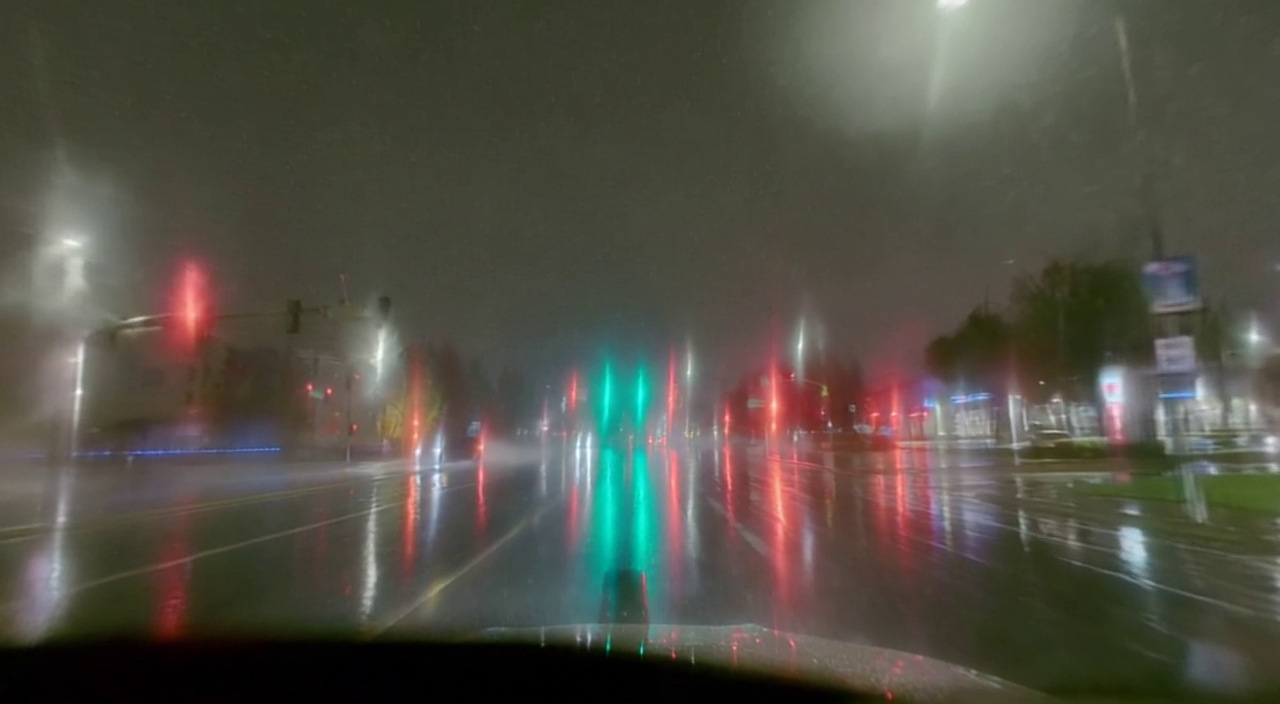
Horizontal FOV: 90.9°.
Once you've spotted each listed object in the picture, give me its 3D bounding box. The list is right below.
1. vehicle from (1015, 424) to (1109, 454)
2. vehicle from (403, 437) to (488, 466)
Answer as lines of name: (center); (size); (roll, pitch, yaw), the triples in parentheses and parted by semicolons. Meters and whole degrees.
vehicle: (22.372, 4.617, 33.385); (4.694, 1.481, 1.884); (4, -9, -26)
vehicle: (-12.921, 6.627, 42.089); (4.938, 1.863, 2.162); (-1, -8, 4)
